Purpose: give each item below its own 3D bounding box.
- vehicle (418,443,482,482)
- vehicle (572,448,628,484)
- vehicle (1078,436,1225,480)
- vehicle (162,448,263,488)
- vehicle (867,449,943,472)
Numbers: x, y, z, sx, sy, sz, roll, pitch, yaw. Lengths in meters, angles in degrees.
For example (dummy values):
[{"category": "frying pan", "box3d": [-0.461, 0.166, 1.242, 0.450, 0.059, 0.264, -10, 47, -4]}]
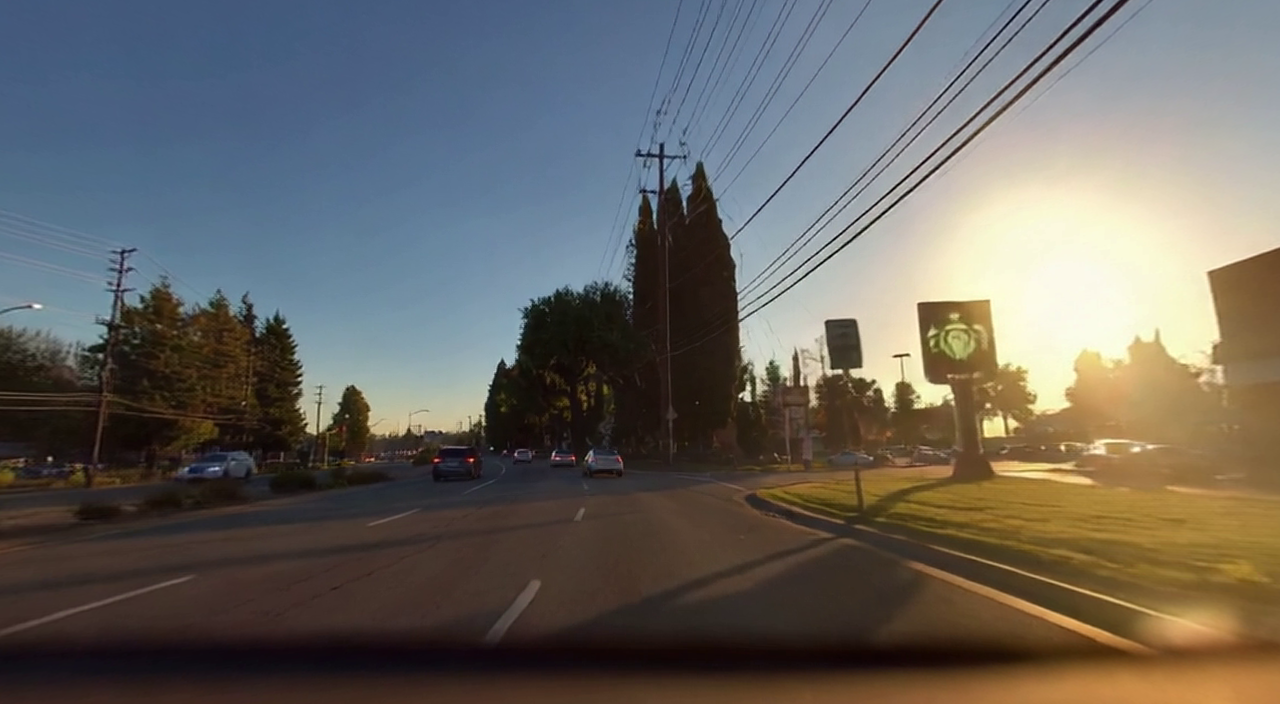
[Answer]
[{"category": "vehicle", "box3d": [-9.146, 5.320, 30.705, 2.195, 1.752, 4.515, 1, -9, -7]}, {"category": "vehicle", "box3d": [-1.894, 5.049, 28.298, 2.130, 1.476, 4.453, 1, -9, -8]}, {"category": "vehicle", "box3d": [19.083, 3.953, 23.858, 1.795, 1.485, 4.601, 0, -9, 2]}, {"category": "vehicle", "box3d": [-23.065, 6.220, 34.384, 2.258, 1.960, 5.783, 1, -9, -10]}, {"category": "vehicle", "box3d": [19.602, 8.035, 46.856, 4.834, 1.495, 1.785, 1, -9, 3]}]
